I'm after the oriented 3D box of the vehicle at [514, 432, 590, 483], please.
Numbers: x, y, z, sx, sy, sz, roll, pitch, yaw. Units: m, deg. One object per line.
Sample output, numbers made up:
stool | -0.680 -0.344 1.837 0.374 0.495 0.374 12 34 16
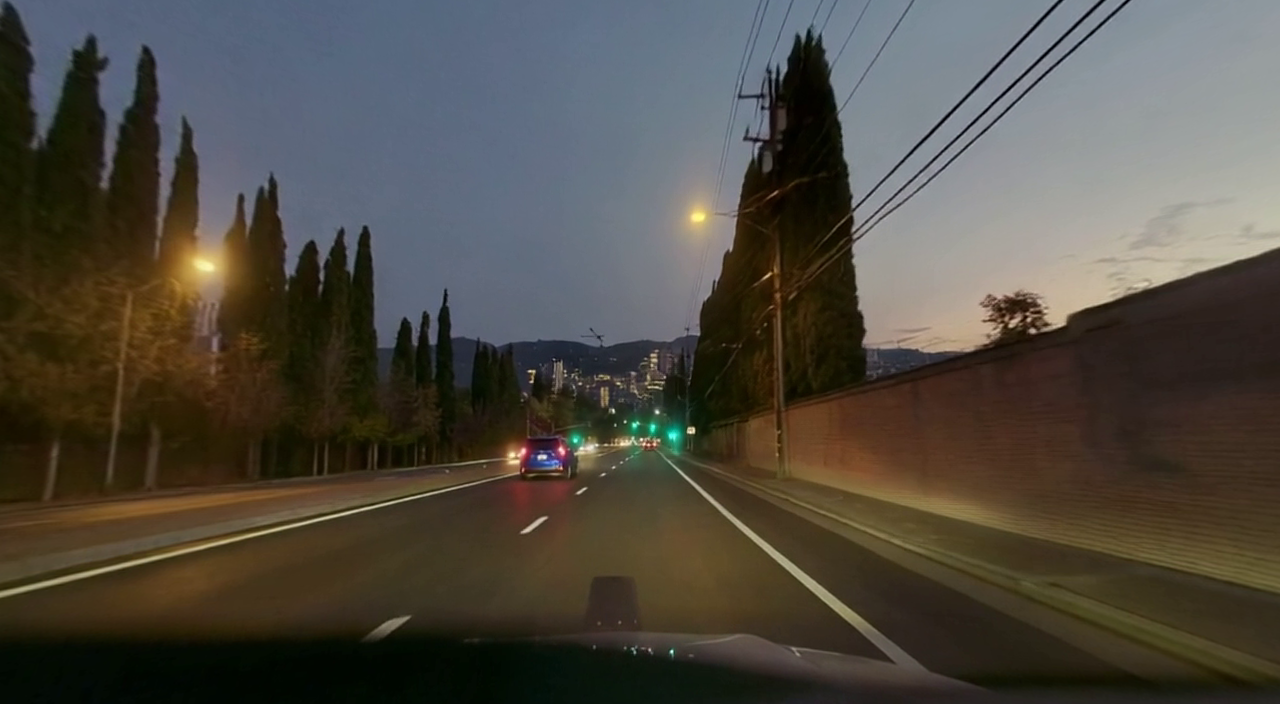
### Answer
vehicle | -3.233 4.000 24.109 2.147 1.730 4.555 0 -8 1
